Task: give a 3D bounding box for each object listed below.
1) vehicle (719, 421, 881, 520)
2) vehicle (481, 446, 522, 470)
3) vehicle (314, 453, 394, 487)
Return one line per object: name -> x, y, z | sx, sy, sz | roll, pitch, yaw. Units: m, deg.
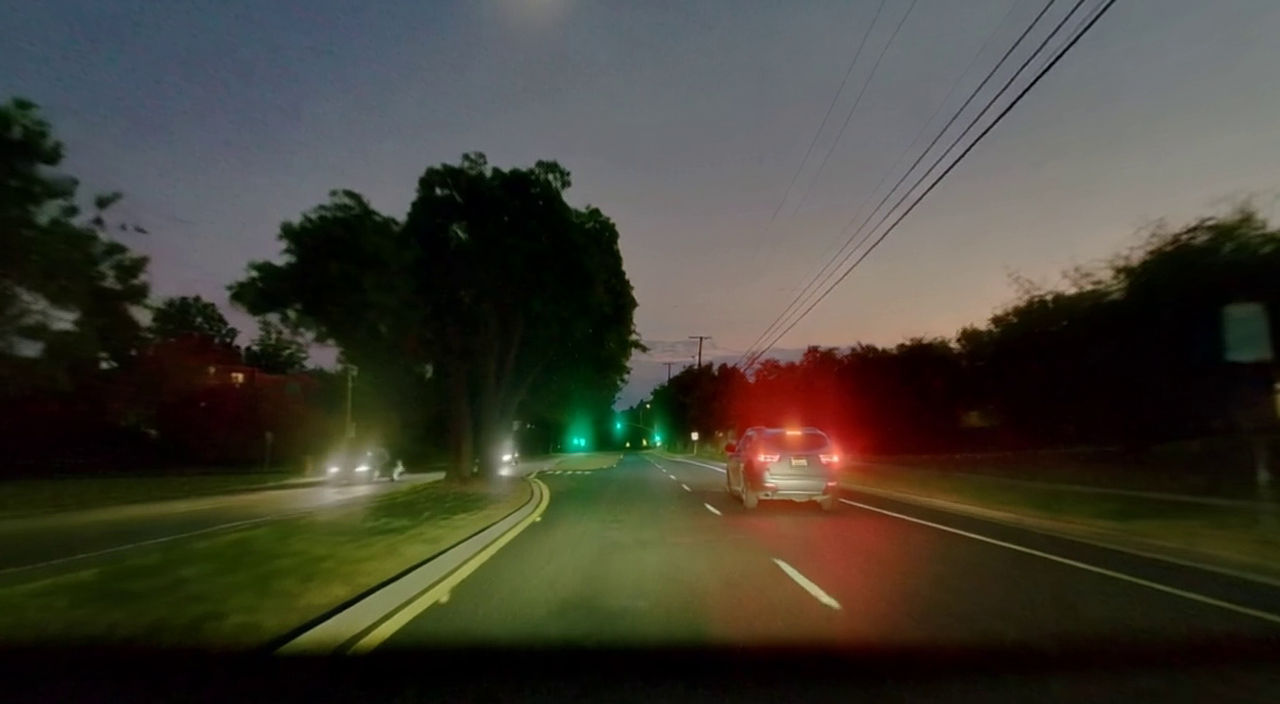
vehicle -> 3.259, 2.548, 14.076 | 2.193, 1.777, 4.772 | 0, -9, -2
vehicle -> -10.723, 8.246, 49.170 | 2.075, 1.739, 4.864 | 0, -9, 0
vehicle -> -13.947, 5.750, 31.100 | 1.968, 1.533, 4.280 | 0, -9, -1
